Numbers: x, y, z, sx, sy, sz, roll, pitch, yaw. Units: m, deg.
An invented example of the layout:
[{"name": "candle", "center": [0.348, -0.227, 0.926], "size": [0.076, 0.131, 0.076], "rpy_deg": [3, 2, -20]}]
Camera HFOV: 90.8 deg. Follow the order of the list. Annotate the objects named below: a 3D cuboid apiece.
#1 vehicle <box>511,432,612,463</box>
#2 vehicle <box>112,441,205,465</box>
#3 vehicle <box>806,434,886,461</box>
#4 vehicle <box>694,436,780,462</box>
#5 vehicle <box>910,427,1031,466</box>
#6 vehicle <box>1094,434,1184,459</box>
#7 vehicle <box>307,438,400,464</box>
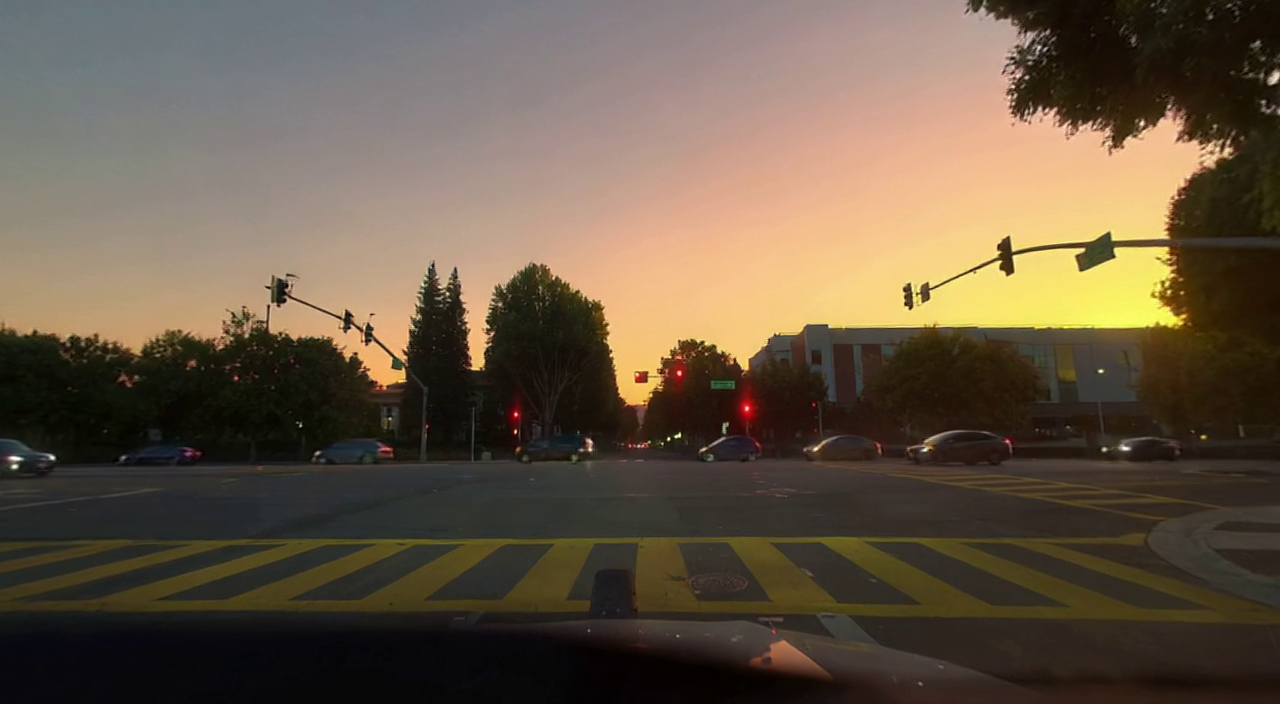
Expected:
[{"name": "vehicle", "center": [-4.901, 6.085, 40.230], "size": [6.133, 1.833, 2.155], "rpy_deg": [-1, -9, 2]}, {"name": "vehicle", "center": [-30.753, 6.454, 40.411], "size": [4.443, 1.472, 1.794], "rpy_deg": [0, -9, -1]}, {"name": "vehicle", "center": [13.227, 6.168, 40.823], "size": [4.488, 1.667, 1.869], "rpy_deg": [0, -9, 1]}, {"name": "vehicle", "center": [5.648, 5.719, 37.198], "size": [4.724, 1.452, 1.870], "rpy_deg": [0, -9, 1]}, {"name": "vehicle", "center": [15.869, 4.554, 30.535], "size": [4.662, 1.764, 2.064], "rpy_deg": [0, -9, -3]}, {"name": "vehicle", "center": [31.778, 6.048, 40.270], "size": [4.100, 1.509, 1.853], "rpy_deg": [0, -9, 0]}, {"name": "vehicle", "center": [-16.670, 5.783, 36.889], "size": [4.519, 1.476, 1.767], "rpy_deg": [0, -9, 0]}]
